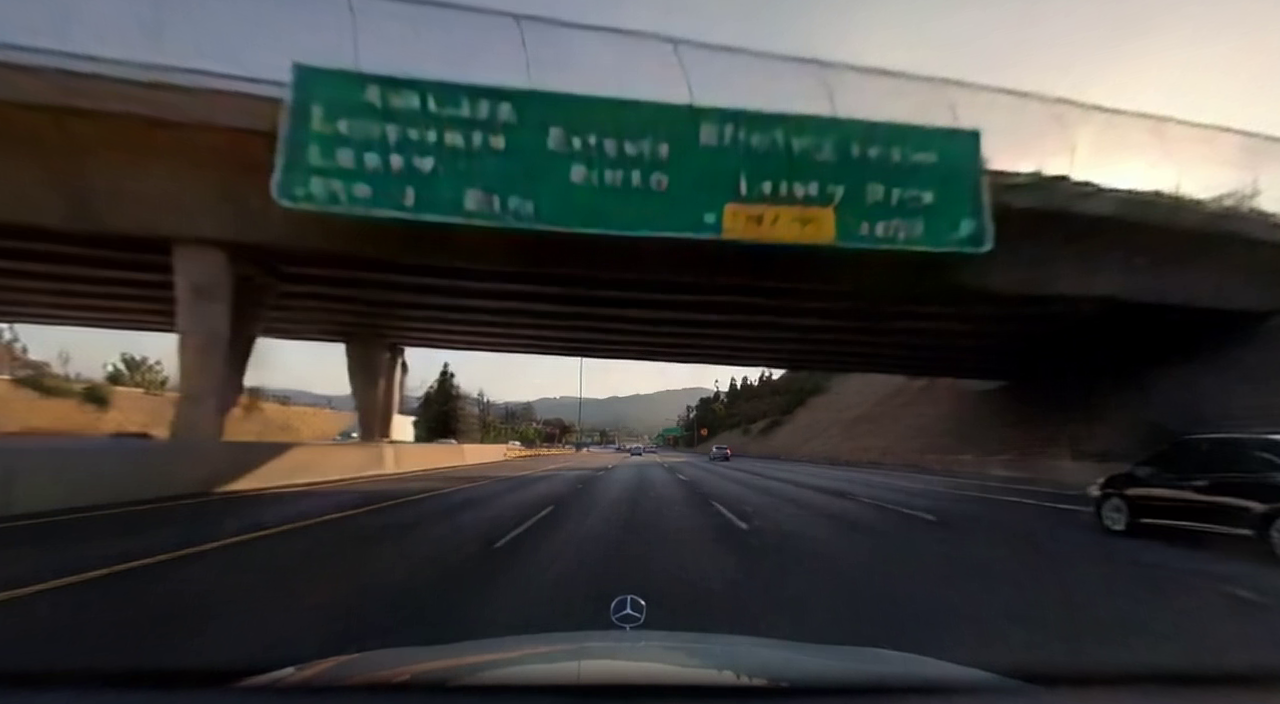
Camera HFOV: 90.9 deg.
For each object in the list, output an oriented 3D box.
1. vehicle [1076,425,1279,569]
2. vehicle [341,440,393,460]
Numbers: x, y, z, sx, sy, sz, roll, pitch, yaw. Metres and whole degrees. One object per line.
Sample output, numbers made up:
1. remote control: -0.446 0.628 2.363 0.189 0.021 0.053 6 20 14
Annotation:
1. vehicle: 7.838 1.654 7.423 2.031 1.524 4.657 0 -8 0
2. vehicle: -21.523 7.724 49.915 1.936 1.478 4.875 0 -8 1
